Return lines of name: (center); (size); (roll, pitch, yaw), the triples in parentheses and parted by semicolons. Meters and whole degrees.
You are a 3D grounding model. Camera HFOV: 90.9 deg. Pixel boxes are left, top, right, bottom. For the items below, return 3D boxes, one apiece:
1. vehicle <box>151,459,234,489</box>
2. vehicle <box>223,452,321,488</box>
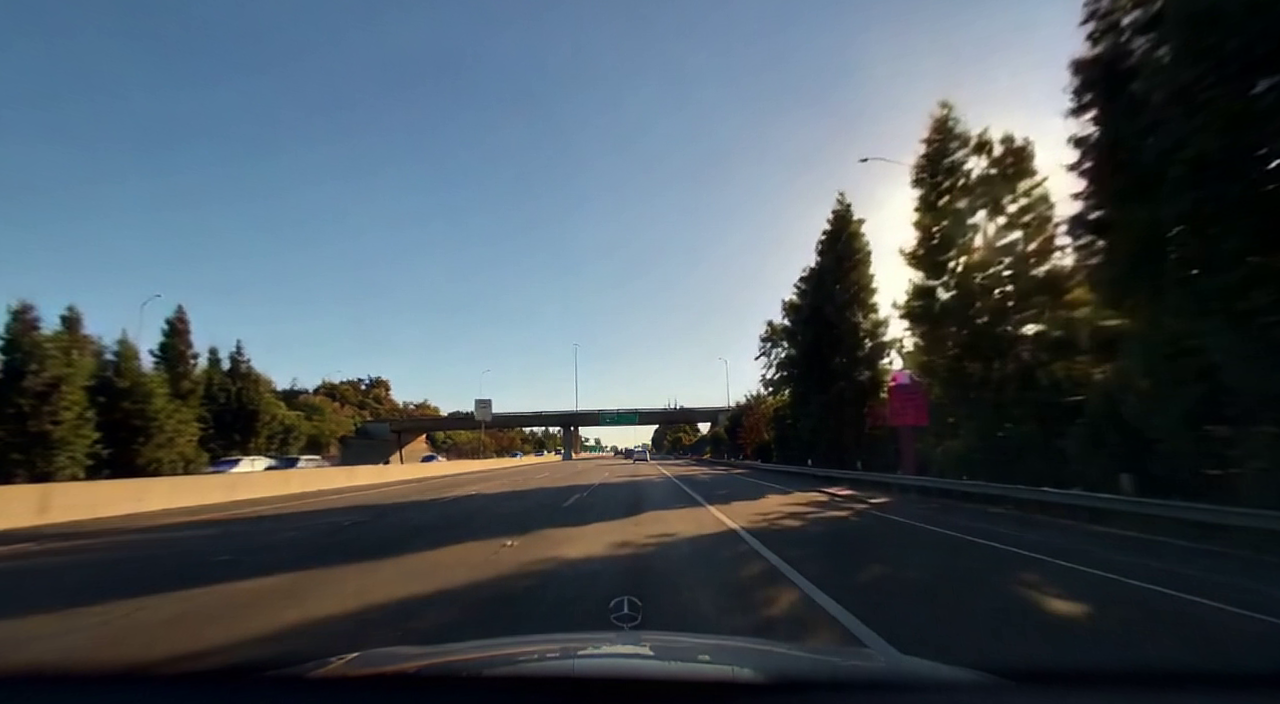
vehicle: (-23.906, 6.514, 33.834); (1.822, 1.424, 3.572); (0, -9, 0)
vehicle: (-15.821, 5.073, 27.353); (1.801, 1.433, 4.040); (0, -9, 0)
